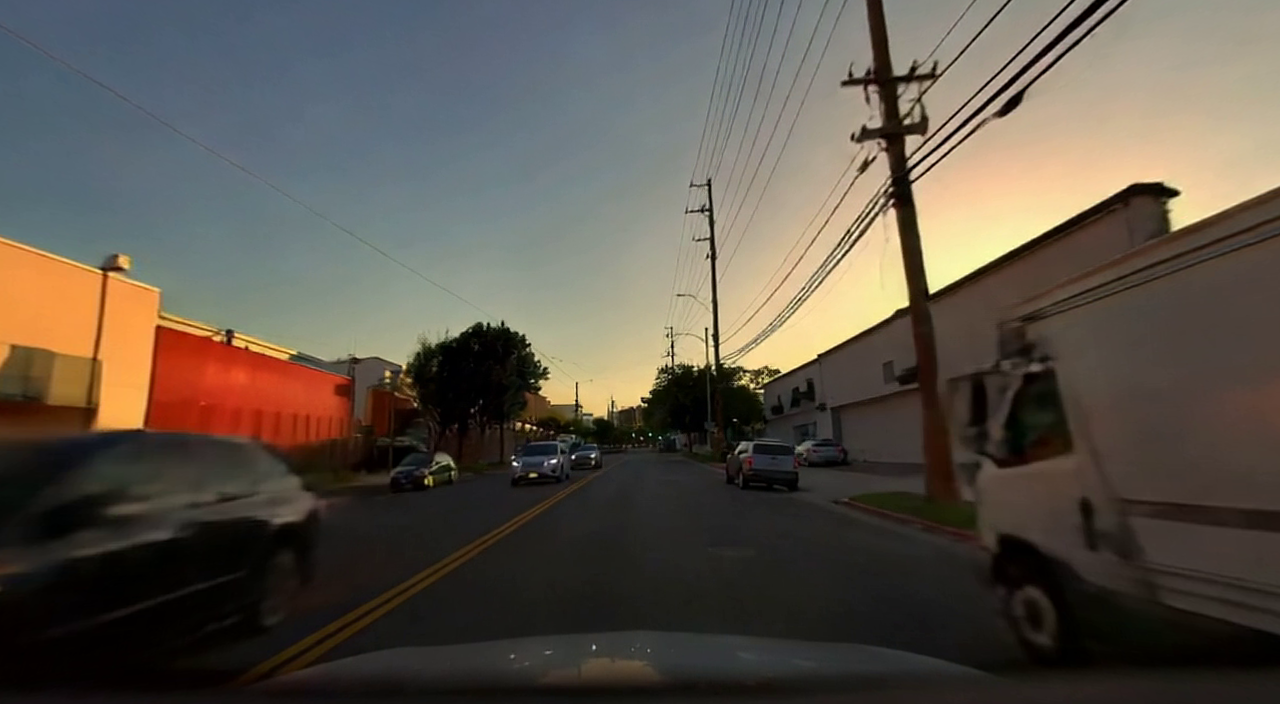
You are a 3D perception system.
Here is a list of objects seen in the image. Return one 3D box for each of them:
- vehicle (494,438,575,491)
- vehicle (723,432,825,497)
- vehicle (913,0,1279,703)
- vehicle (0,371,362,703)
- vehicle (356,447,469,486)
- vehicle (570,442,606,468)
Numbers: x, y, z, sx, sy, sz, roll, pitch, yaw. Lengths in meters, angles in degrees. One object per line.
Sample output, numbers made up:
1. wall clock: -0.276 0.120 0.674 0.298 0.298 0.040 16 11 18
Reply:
1. vehicle: -3.706 4.032 23.038 2.100 1.723 4.433 0 -9 1
2. vehicle: 3.886 3.358 19.273 2.092 1.730 4.595 0 -9 0
3. vehicle: 3.512 -0.460 0.526 2.874 3.757 8.612 3 -9 1
4. vehicle: -3.525 1.091 3.481 2.061 1.679 4.042 -1 -9 1
5. vehicle: -10.929 5.556 30.590 4.936 1.703 1.959 3 -14 -19
6. vehicle: -3.834 7.720 47.563 2.229 1.889 4.816 0 -9 1
